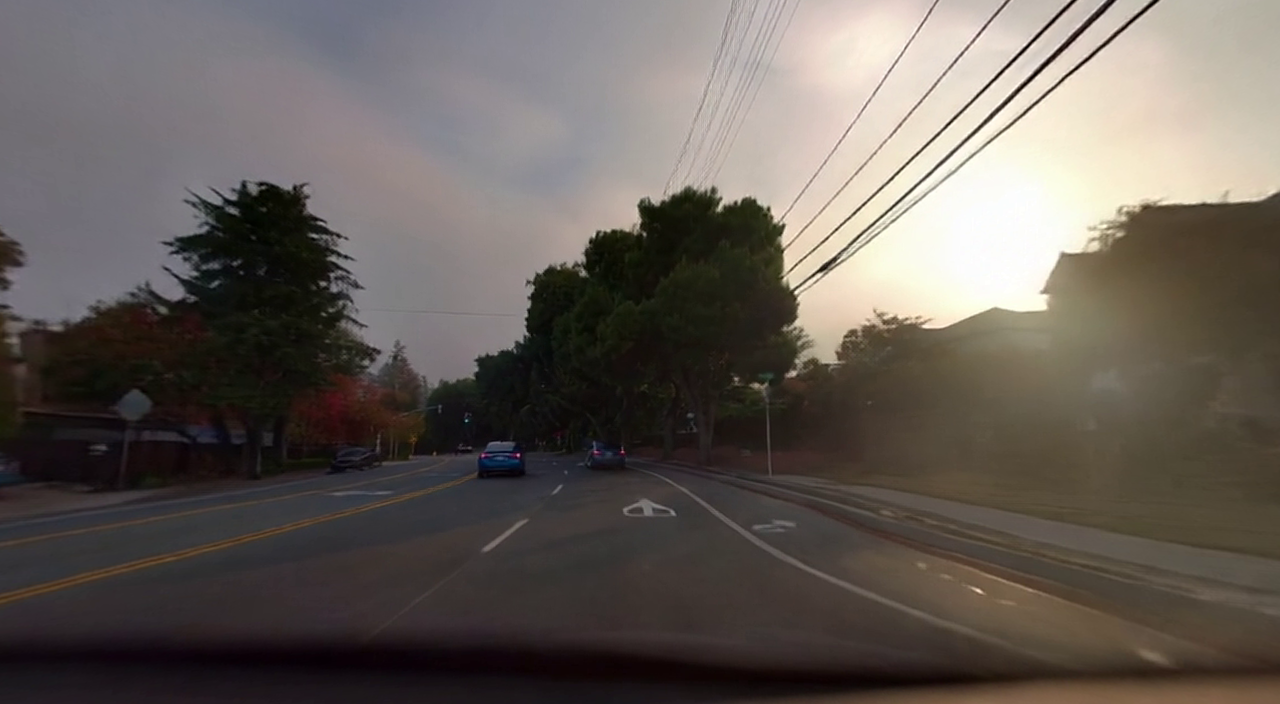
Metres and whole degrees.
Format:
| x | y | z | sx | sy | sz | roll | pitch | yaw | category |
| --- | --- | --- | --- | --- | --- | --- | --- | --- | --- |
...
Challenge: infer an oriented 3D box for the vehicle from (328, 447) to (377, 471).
| x | y | z | sx | sy | sz | roll | pitch | yaw | category |
| --- | --- | --- | --- | --- | --- | --- | --- | --- | --- |
| -18.587 | 6.905 | 41.061 | 1.944 | 1.458 | 4.549 | 2 | -9 | -12 | vehicle |

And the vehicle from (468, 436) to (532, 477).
| x | y | z | sx | sy | sz | roll | pitch | yaw | category |
| --- | --- | --- | --- | --- | --- | --- | --- | --- | --- |
| -5.259 | 3.980 | 24.260 | 1.913 | 1.425 | 4.235 | 1 | -9 | -6 | vehicle |

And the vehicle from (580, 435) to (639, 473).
| x | y | z | sx | sy | sz | roll | pitch | yaw | category |
| --- | --- | --- | --- | --- | --- | --- | --- | --- | --- |
| -1.429 | 4.461 | 27.753 | 2.168 | 1.504 | 4.284 | 1 | -9 | -8 | vehicle |
